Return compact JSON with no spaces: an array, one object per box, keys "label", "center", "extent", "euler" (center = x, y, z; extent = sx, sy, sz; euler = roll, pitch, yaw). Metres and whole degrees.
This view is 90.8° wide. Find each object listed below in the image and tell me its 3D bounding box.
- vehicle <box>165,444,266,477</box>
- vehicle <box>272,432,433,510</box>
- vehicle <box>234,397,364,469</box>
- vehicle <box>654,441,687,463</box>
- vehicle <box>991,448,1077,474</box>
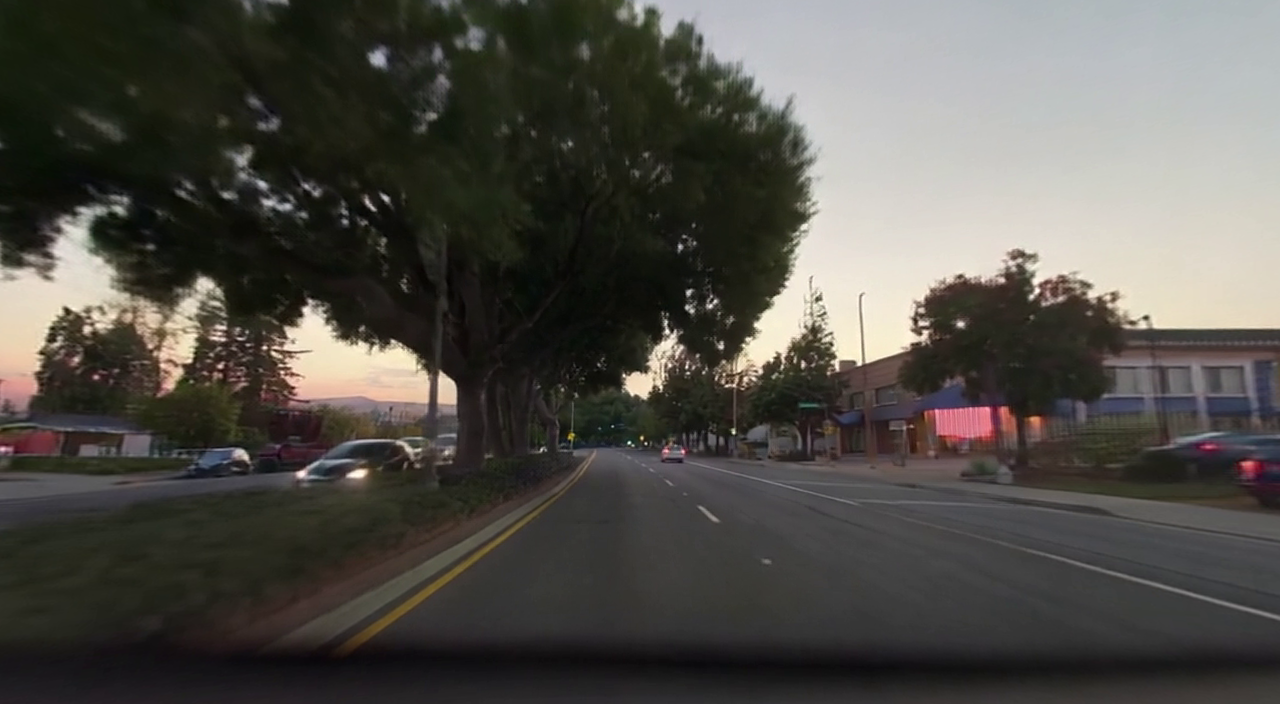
[{"label":"vehicle","center":[-20.364,5.198,30.575],"extent":[2.068,1.408,4.399],"euler":[-1,-8,-3]},{"label":"vehicle","center":[-6.875,2.849,15.890],"extent":[2.180,1.556,5.130],"euler":[2,-7,-7]},{"label":"vehicle","center":[-20.602,5.072,39.060],"extent":[3.154,3.917,9.345],"euler":[0,-8,-3]},{"label":"vehicle","center":[2.157,7.202,45.710],"extent":[1.913,1.473,4.360],"euler":[0,-8,-4]},{"label":"vehicle","center":[24.326,6.691,39.006],"extent":[4.458,1.465,1.875],"euler":[2,-9,-15]}]
